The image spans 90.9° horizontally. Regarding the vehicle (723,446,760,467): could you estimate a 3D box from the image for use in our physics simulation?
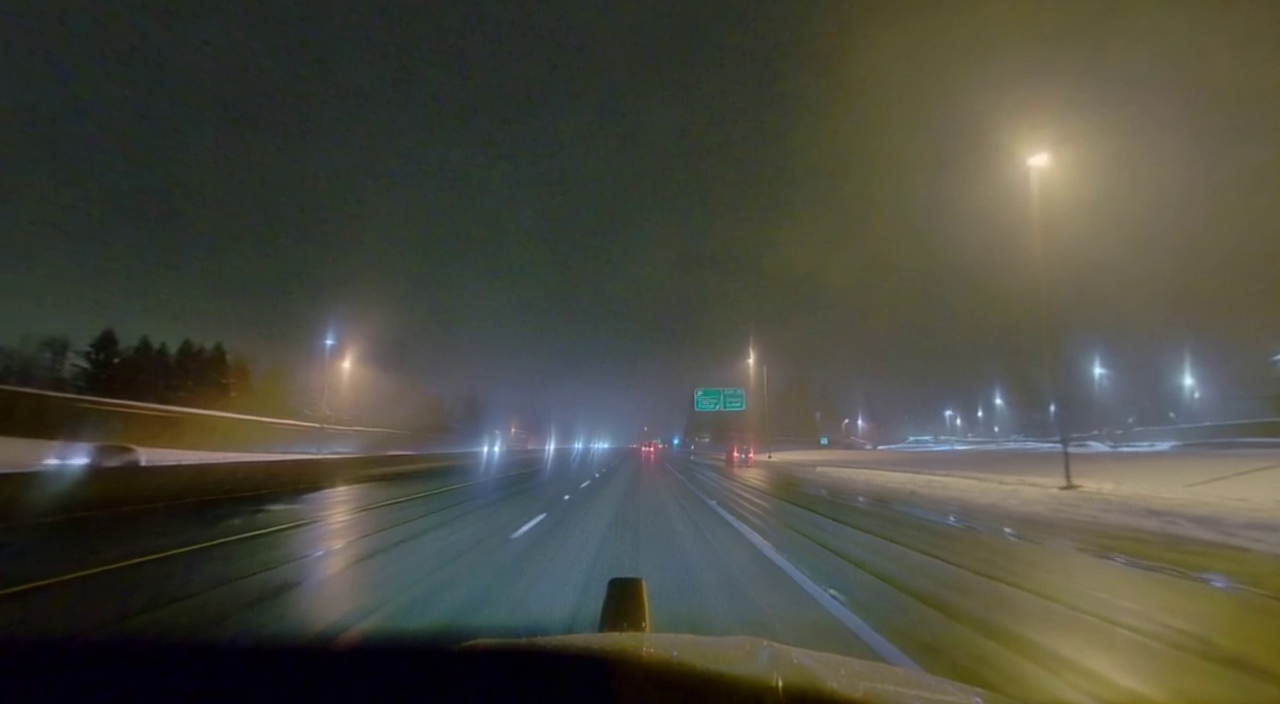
[{"bbox_3d":[7.691,7.947,48.106,2.056,1.465,4.304,0,-8,-1],"label":"vehicle"}]

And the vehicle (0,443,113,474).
[{"bbox_3d":[-28.882,5.232,31.167,1.782,1.430,4.357,0,-8,0],"label":"vehicle"}]
